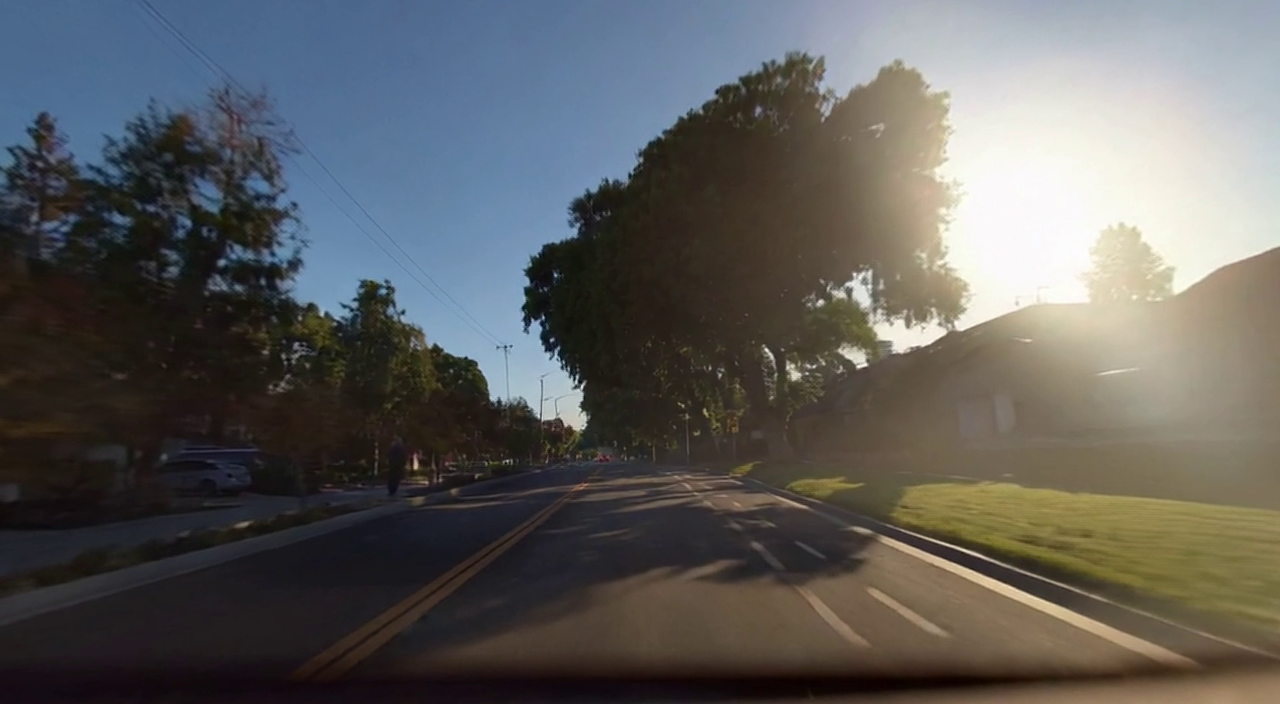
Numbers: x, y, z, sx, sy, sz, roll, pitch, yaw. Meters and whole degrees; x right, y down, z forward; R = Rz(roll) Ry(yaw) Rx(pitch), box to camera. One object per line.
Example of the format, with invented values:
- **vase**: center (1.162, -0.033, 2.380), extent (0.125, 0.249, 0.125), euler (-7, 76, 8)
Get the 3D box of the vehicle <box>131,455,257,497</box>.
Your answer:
- **vehicle**: center (-20.588, 5.700, 29.217), extent (4.459, 1.772, 2.011), euler (-1, -9, 8)
